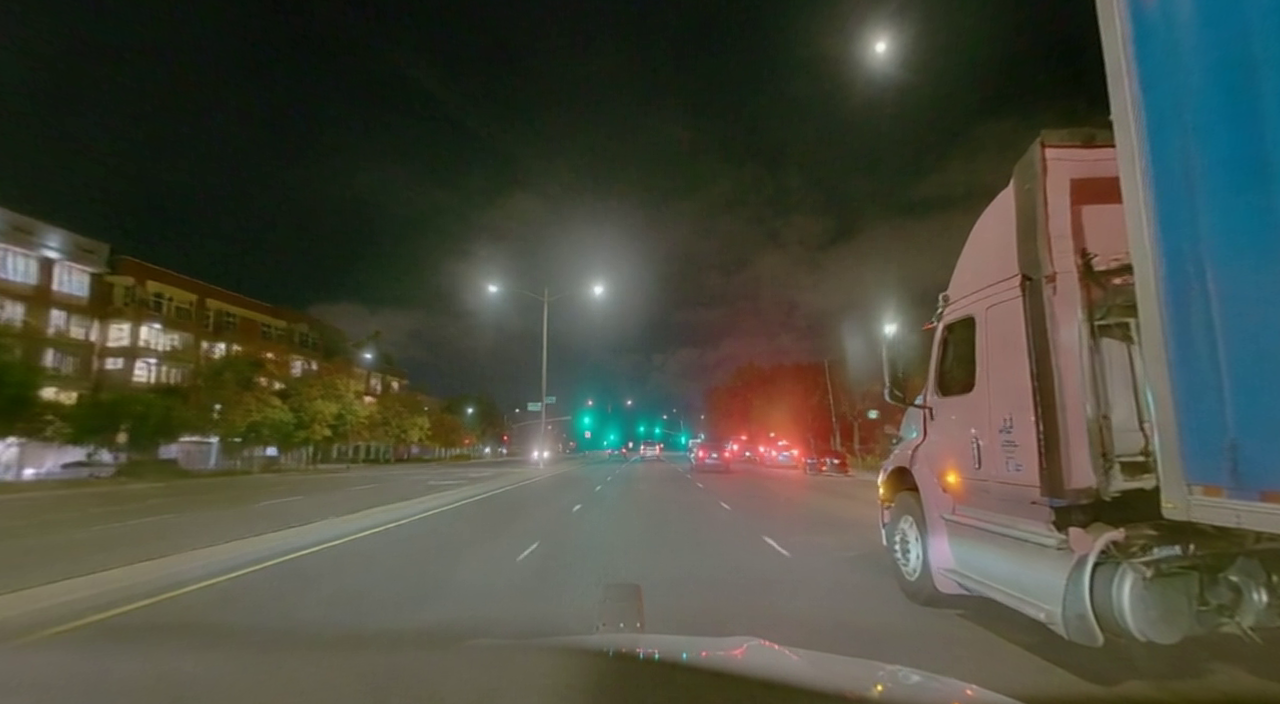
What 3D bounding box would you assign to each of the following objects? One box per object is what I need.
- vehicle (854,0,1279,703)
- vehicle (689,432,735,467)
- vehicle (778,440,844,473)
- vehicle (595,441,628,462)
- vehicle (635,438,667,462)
[{"bbox_3d":[3.610,-0.274,2.280,3.006,3.679,8.506,-1,-8,3],"label":"vehicle"},{"bbox_3d":[4.220,5.800,37.639,2.196,1.908,4.412,-1,-8,0],"label":"vehicle"},{"bbox_3d":[8.326,5.115,31.085,2.006,1.484,4.289,-1,-8,0],"label":"vehicle"},{"bbox_3d":[-2.233,7.870,49.877,2.211,1.537,4.666,-1,-8,2],"label":"vehicle"},{"bbox_3d":[0.825,7.272,46.890,2.276,1.704,3.925,-1,-8,2],"label":"vehicle"}]
